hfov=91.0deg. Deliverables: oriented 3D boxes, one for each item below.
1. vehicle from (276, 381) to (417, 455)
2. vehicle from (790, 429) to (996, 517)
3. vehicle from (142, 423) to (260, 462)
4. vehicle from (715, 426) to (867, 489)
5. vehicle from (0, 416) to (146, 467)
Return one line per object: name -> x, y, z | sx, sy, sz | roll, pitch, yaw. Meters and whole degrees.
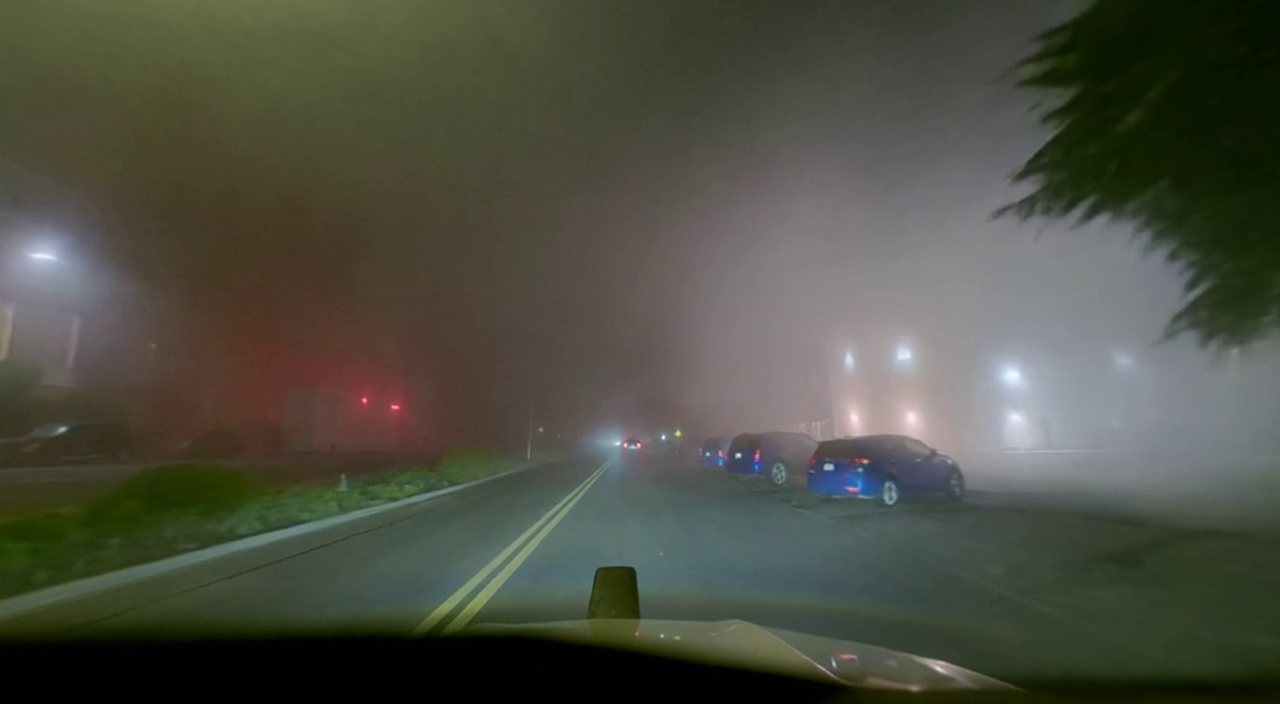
vehicle -> -19.101, 4.742, 42.688 | 3.054, 4.140, 14.110 | -1, -8, -1
vehicle -> 5.063, 2.265, 12.384 | 4.275, 1.428, 1.774 | 6, -10, -38
vehicle -> -18.770, 3.915, 27.211 | 1.909, 1.518, 4.459 | -1, -8, 0
vehicle -> 4.611, 3.099, 18.946 | 4.585, 1.660, 1.969 | 6, -10, -37
vehicle -> -19.018, 3.011, 21.189 | 1.792, 1.554, 3.682 | 0, -8, -2
